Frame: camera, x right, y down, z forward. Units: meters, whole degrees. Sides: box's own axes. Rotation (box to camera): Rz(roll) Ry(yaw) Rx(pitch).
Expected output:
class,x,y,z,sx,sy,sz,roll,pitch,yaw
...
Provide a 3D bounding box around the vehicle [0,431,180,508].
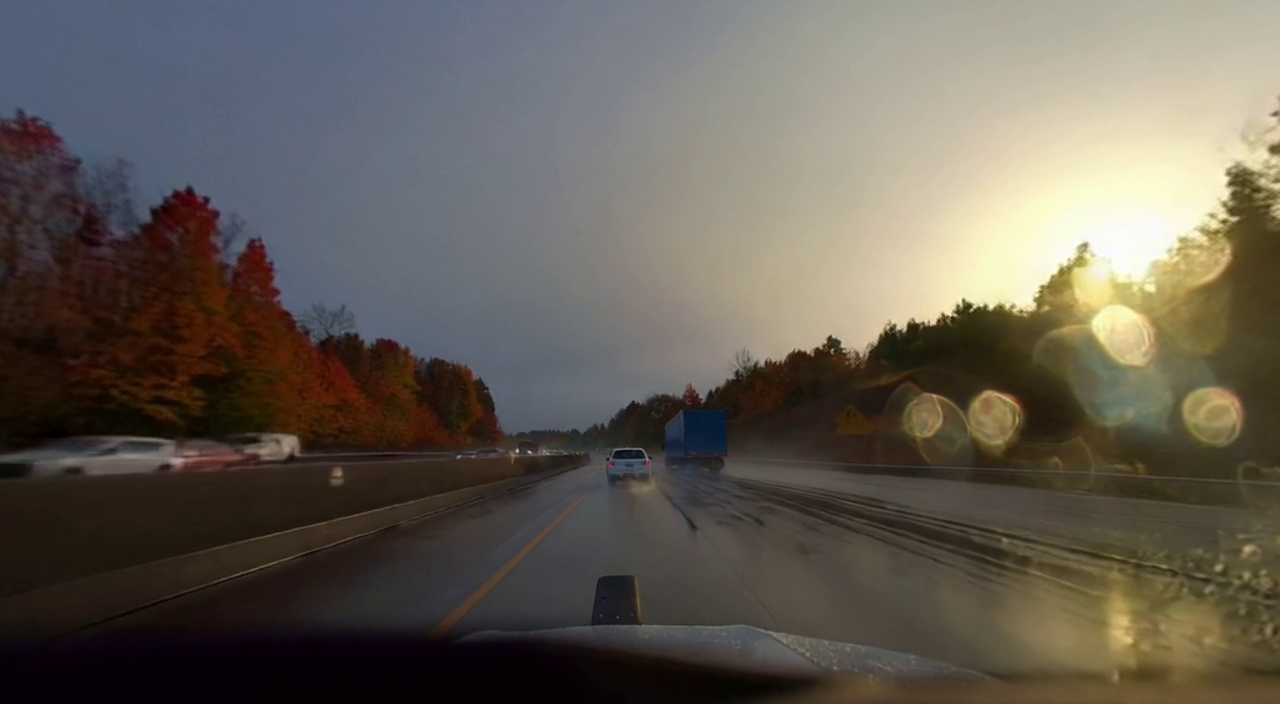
class,x,y,z,sx,sy,sz,roll,pitch,yaw
vehicle,-13.544,2.721,14.830,1.953,1.544,4.444,-1,-9,-1

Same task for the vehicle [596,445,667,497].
class,x,y,z,sx,sy,sz,roll,pitch,yaw
vehicle,-0.315,3.888,20.792,2.099,1.506,4.097,0,-9,-2

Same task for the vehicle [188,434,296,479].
class,x,y,z,sx,sy,sz,roll,pitch,yaw
vehicle,-18.357,4.861,29.247,2.064,1.914,4.660,0,-9,-2

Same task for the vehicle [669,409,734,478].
class,x,y,z,sx,sy,sz,roll,pitch,yaw
vehicle,3.918,6.584,43.973,2.900,4.013,14.455,0,-10,-1

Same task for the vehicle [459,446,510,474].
class,x,y,z,sx,sy,sz,roll,pitch,yaw
vehicle,-9.189,6.378,37.333,1.979,1.523,4.461,0,-9,-1
